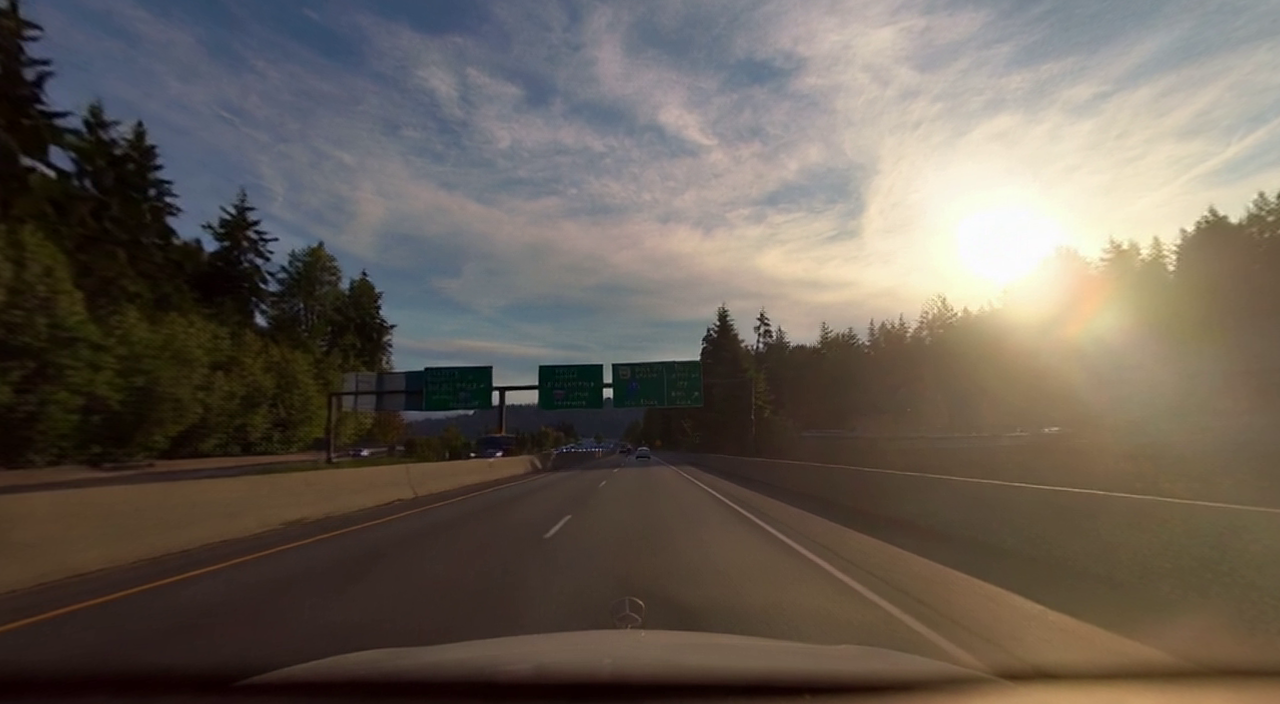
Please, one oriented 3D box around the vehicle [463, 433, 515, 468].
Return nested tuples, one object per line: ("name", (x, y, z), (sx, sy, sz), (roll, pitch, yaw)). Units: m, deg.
("vehicle", (-10.721, 7.071, 45.223), (2.368, 2.301, 5.356), (0, -9, 0))
